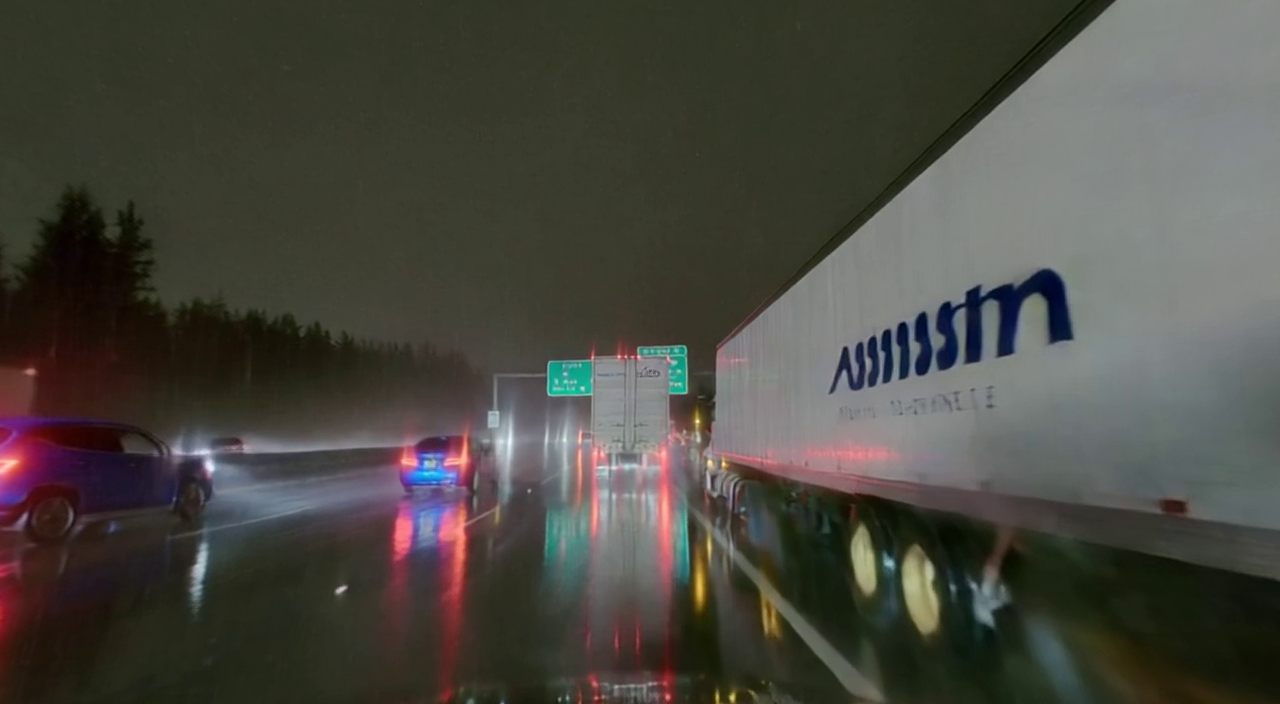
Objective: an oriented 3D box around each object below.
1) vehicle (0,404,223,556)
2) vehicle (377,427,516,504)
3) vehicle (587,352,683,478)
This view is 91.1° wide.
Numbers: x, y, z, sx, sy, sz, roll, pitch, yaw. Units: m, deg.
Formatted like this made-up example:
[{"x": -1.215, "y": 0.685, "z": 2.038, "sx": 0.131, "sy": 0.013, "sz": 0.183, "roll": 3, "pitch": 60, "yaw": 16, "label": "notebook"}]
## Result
[{"x": -8.063, "y": 1.637, "z": 8.547, "sx": 1.990, "sy": 1.654, "sz": 4.129, "roll": 0, "pitch": -8, "yaw": -1, "label": "vehicle"}, {"x": -4.176, "y": 2.482, "z": 14.274, "sx": 1.933, "sy": 1.492, "sz": 3.838, "roll": 0, "pitch": -8, "yaw": 0, "label": "vehicle"}, {"x": -0.219, "y": 2.771, "z": 26.011, "sx": 3.118, "sy": 4.106, "sz": 10.719, "roll": 0, "pitch": -8, "yaw": -1, "label": "vehicle"}]
